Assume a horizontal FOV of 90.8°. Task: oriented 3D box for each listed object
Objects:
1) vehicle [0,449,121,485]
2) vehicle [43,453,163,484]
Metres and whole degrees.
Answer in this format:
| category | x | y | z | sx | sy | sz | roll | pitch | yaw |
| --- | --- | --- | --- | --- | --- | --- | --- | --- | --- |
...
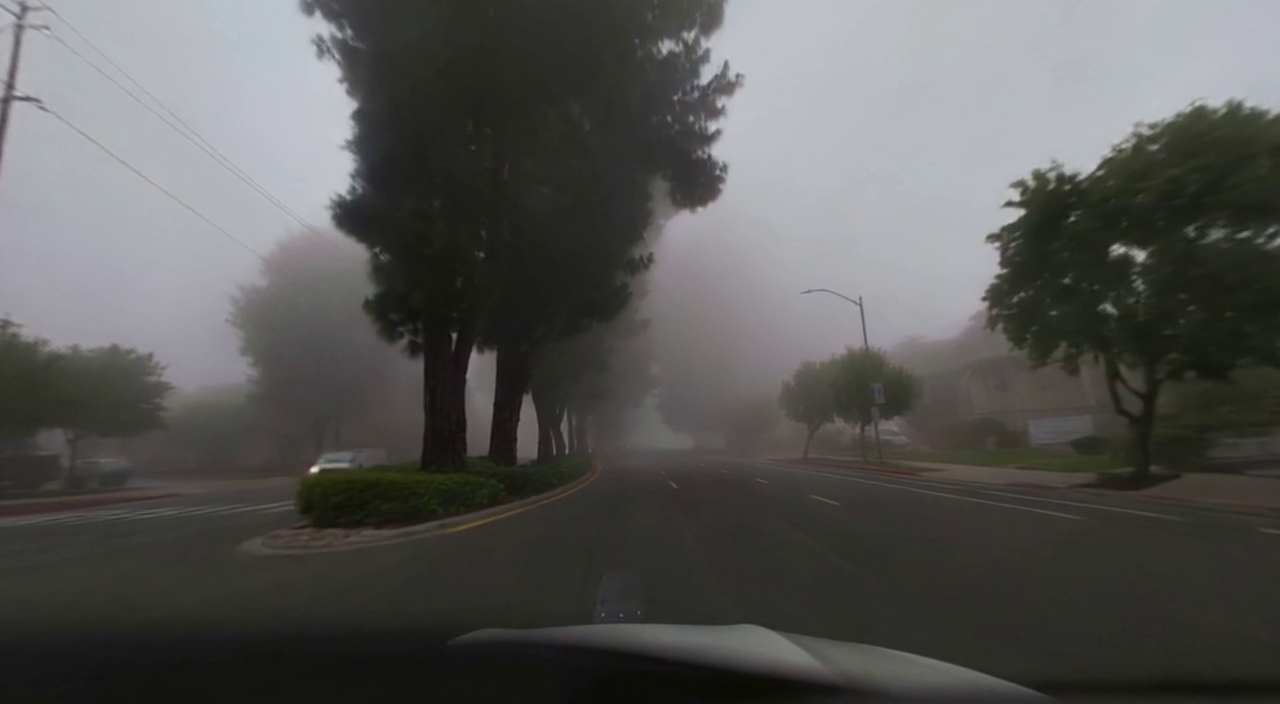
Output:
| category | x | y | z | sx | sy | sz | roll | pitch | yaw |
| --- | --- | --- | --- | --- | --- | --- | --- | --- | --- |
| vehicle | -31.974 | 6.243 | 34.763 | 2.076 | 1.803 | 4.840 | -2 | -9 | 12 |
| vehicle | -29.047 | 6.300 | 34.403 | 1.898 | 1.489 | 4.667 | -2 | -9 | 13 |
